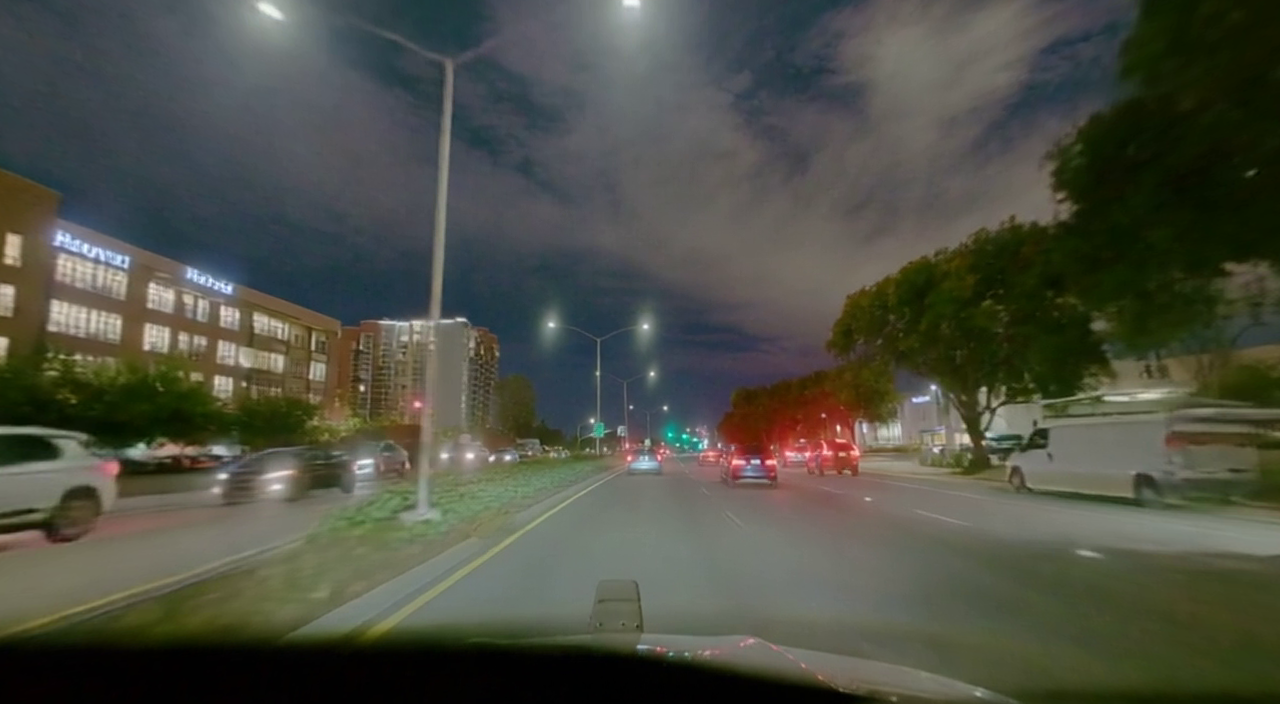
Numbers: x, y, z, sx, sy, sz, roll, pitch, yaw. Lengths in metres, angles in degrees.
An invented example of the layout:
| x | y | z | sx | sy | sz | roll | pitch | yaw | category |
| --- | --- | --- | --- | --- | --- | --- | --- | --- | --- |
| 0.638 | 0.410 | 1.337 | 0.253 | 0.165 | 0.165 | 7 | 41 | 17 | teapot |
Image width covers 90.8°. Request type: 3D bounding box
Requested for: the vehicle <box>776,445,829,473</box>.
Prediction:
| x | y | z | sx | sy | sz | roll | pitch | yaw | category |
| --- | --- | --- | --- | --- | --- | --- | --- | --- | --- |
| 9.097 | 6.011 | 35.769 | 1.860 | 1.475 | 4.488 | 0 | -9 | 0 | vehicle |

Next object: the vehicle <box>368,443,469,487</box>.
| x | y | z | sx | sy | sz | roll | pitch | yaw | category |
| --- | --- | --- | --- | --- | --- | --- | --- | --- | --- |
| -8.033 | 4.128 | 23.410 | 2.007 | 1.443 | 4.447 | 0 | -9 | 2 | vehicle |

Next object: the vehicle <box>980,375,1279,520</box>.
| x | y | z | sx | sy | sz | roll | pitch | yaw | category |
| --- | --- | --- | --- | --- | --- | --- | --- | --- | --- |
| 11.724 | 2.375 | 15.866 | 2.790 | 2.897 | 6.326 | 0 | -9 | 0 | vehicle |

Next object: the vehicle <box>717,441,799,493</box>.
| x | y | z | sx | sy | sz | roll | pitch | yaw | category |
| --- | --- | --- | --- | --- | --- | --- | --- | --- | --- |
| 3.627 | 3.609 | 20.136 | 1.852 | 1.498 | 3.825 | 0 | -9 | 0 | vehicle |

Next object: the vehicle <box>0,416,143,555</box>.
| x | y | z | sx | sy | sz | roll | pitch | yaw | category |
| --- | --- | --- | --- | --- | --- | --- | --- | --- | --- |
| -8.956 | 1.656 | 7.818 | 1.934 | 1.713 | 4.441 | 0 | -9 | 0 | vehicle |

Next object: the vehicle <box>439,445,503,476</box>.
| x | y | z | sx | sy | sz | roll | pitch | yaw | category |
| --- | --- | --- | --- | --- | --- | --- | --- | --- | --- |
| -8.353 | 5.395 | 31.670 | 1.850 | 1.447 | 4.436 | 0 | -9 | 2 | vehicle |

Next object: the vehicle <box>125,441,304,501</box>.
| x | y | z | sx | sy | sz | roll | pitch | yaw | category |
| --- | --- | --- | --- | --- | --- | --- | --- | --- | --- |
| -11.786 | 3.295 | 17.974 | 1.839 | 1.468 | 4.536 | 0 | -9 | 2 | vehicle |

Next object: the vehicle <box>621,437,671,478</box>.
| x | y | z | sx | sy | sz | roll | pitch | yaw | category |
| --- | --- | --- | --- | --- | --- | --- | --- | --- | --- |
| 0.329 | 4.703 | 28.271 | 2.101 | 1.694 | 3.979 | 0 | -9 | 2 | vehicle |

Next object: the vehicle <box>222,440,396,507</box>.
| x | y | z | sx | sy | sz | roll | pitch | yaw | category |
| --- | --- | --- | --- | --- | --- | --- | --- | --- | --- |
| -8.258 | 3.055 | 16.372 | 1.992 | 1.465 | 4.458 | 0 | -9 | 2 | vehicle |
